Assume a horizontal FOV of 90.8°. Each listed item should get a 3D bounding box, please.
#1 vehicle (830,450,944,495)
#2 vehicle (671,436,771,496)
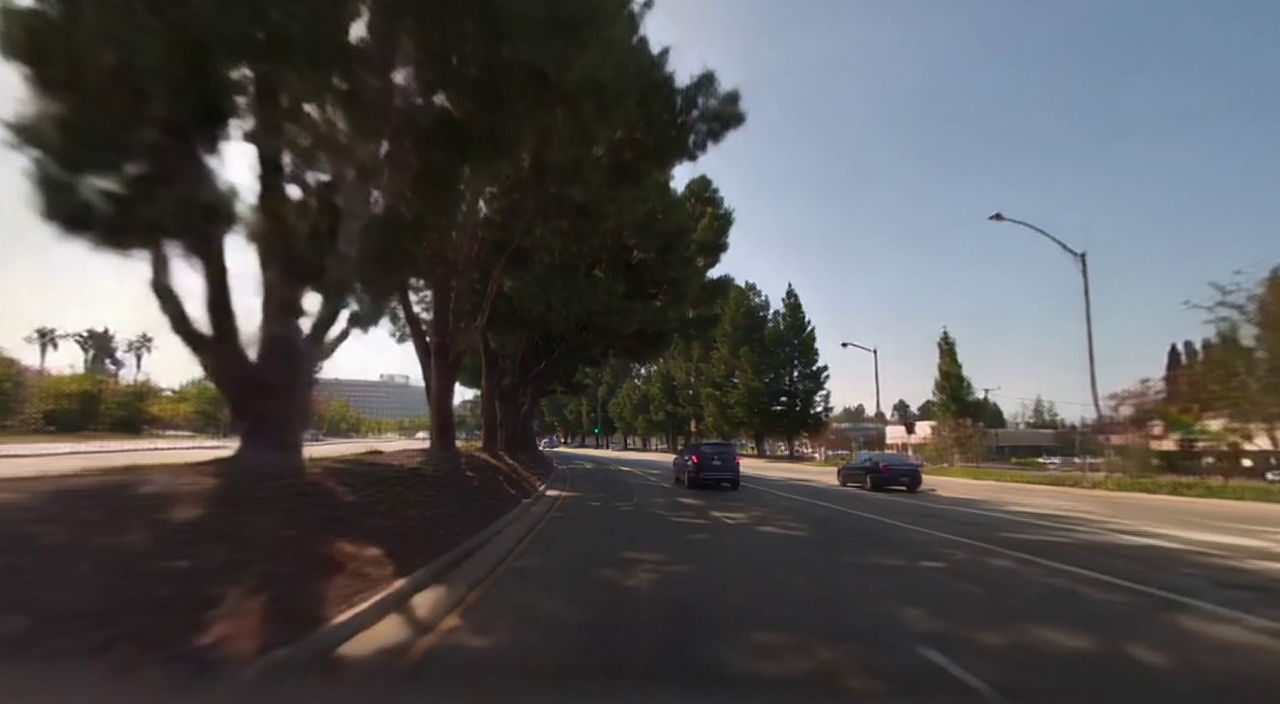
[{"bbox_3d":[8.975,4.389,23.505,1.940,1.460,4.652,1,-8,-7],"label":"vehicle"},{"bbox_3d":[2.381,3.513,19.928,2.122,1.646,4.525,1,-8,-6],"label":"vehicle"}]
